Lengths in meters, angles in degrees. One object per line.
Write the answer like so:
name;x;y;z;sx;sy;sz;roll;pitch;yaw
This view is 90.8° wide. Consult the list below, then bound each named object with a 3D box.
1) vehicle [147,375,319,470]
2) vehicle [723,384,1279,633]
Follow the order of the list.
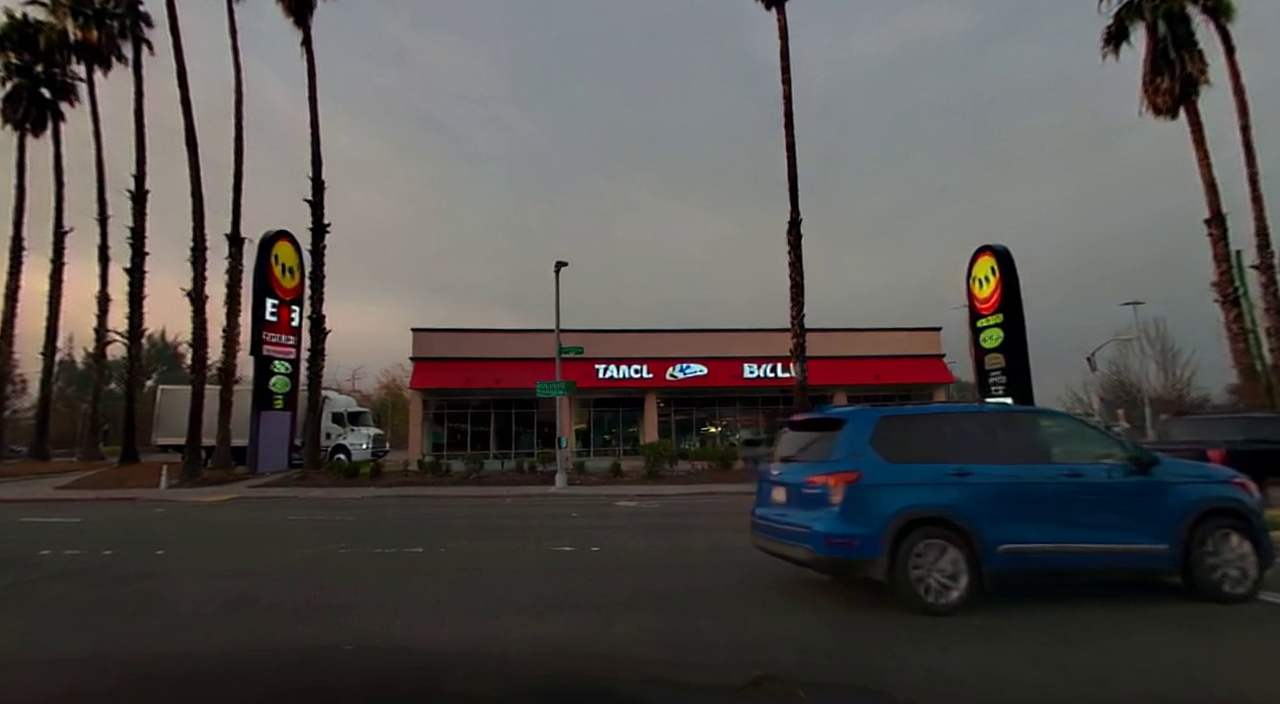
vehicle;-18.767;3.459;30.019;3.034;3.929;7.699;0;-8;-1
vehicle;3.194;1.255;5.683;4.493;1.728;2.137;0;-8;-3
